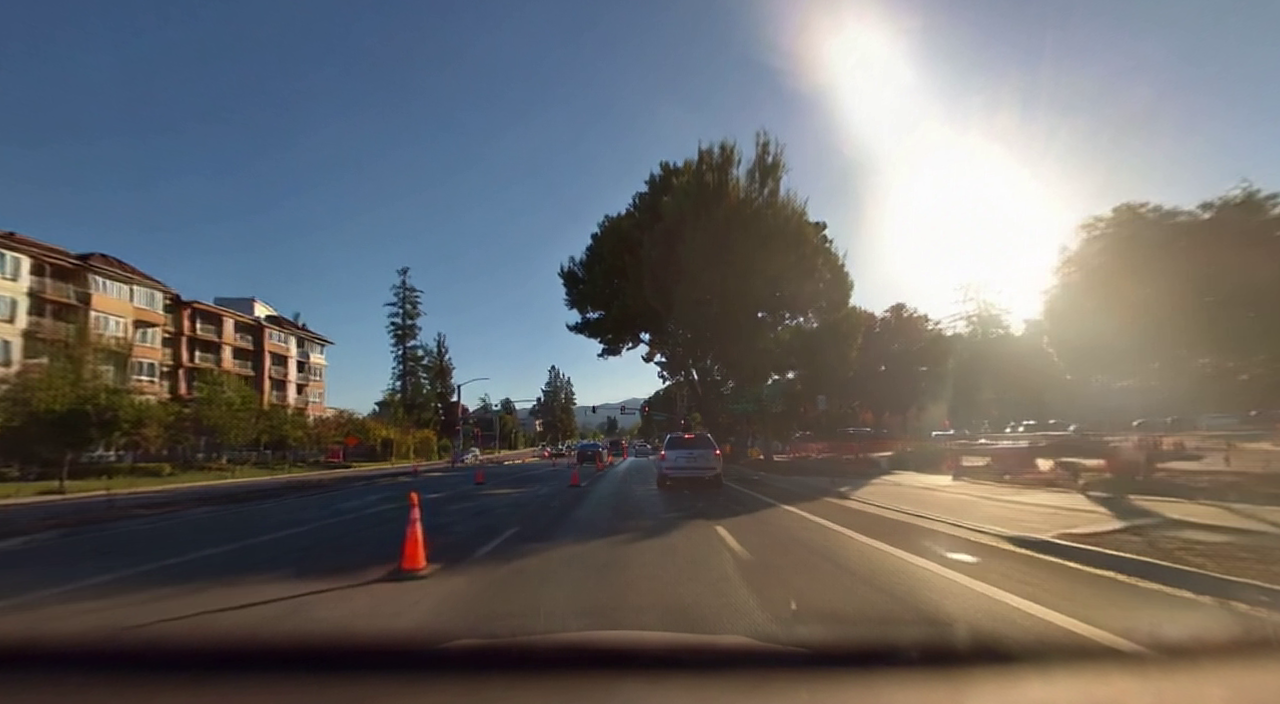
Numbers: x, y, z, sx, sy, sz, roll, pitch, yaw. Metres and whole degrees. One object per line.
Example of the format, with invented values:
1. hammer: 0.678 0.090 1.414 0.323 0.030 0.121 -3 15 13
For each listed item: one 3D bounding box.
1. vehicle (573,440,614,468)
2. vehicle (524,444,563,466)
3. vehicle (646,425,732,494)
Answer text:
1. vehicle: -2.826 6.322 39.378 2.121 1.654 3.993 0 -8 1
2. vehicle: -6.862 7.354 45.451 1.928 1.488 4.635 0 -8 2
3. vehicle: 1.325 3.189 19.047 2.197 1.835 4.316 0 -8 0
